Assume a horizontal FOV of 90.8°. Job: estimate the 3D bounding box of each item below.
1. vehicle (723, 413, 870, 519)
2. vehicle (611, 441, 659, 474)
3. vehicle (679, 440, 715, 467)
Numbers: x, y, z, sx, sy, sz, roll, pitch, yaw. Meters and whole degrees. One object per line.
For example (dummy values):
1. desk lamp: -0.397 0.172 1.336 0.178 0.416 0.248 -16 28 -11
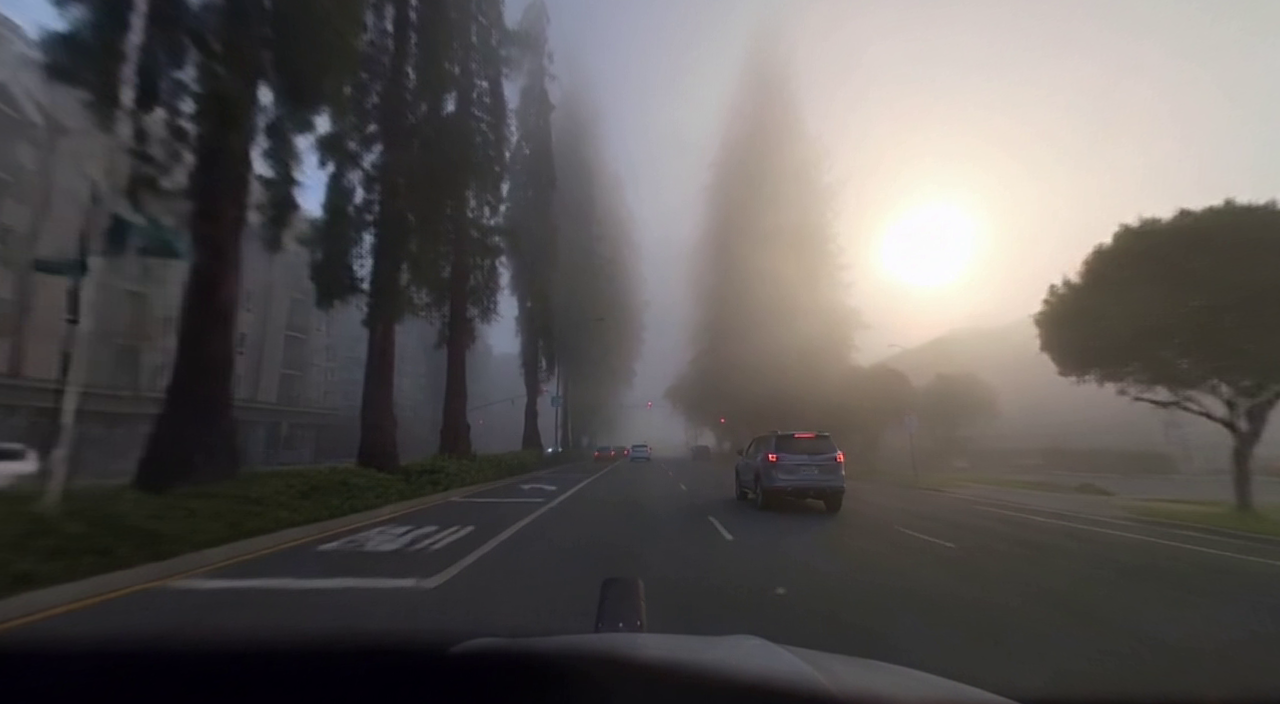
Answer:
1. vehicle: 3.172 2.428 13.854 2.035 1.940 4.299 0 -8 -1
2. vehicle: -0.220 5.046 30.312 2.119 1.460 3.847 0 -8 0
3. vehicle: 3.708 6.708 41.947 1.922 1.708 4.126 0 -8 -1
